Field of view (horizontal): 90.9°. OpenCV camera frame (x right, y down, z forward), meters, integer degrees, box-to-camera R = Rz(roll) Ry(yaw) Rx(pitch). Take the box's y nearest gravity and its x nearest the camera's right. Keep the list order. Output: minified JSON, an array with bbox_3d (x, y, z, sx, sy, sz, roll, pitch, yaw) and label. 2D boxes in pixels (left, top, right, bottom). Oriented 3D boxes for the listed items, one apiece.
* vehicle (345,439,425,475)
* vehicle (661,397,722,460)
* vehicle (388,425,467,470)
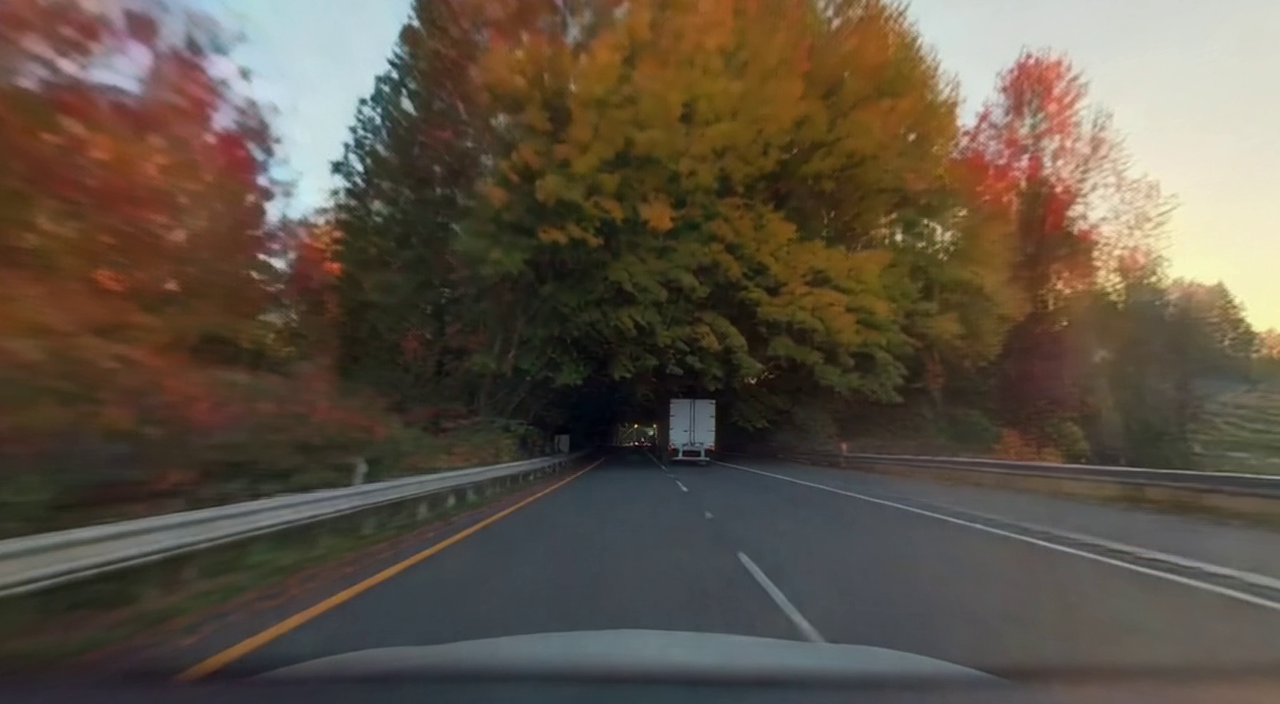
[{"bbox_3d":[-13.452,5.554,33.638,2.007,1.714,5.291,0,-8,1],"label":"vehicle"},{"bbox_3d":[3.578,6.022,48.307,3.357,4.101,14.659,0,-8,0],"label":"vehicle"},{"bbox_3d":[-13.513,6.135,40.707,2.497,2.625,7.038,0,-8,1],"label":"vehicle"}]
